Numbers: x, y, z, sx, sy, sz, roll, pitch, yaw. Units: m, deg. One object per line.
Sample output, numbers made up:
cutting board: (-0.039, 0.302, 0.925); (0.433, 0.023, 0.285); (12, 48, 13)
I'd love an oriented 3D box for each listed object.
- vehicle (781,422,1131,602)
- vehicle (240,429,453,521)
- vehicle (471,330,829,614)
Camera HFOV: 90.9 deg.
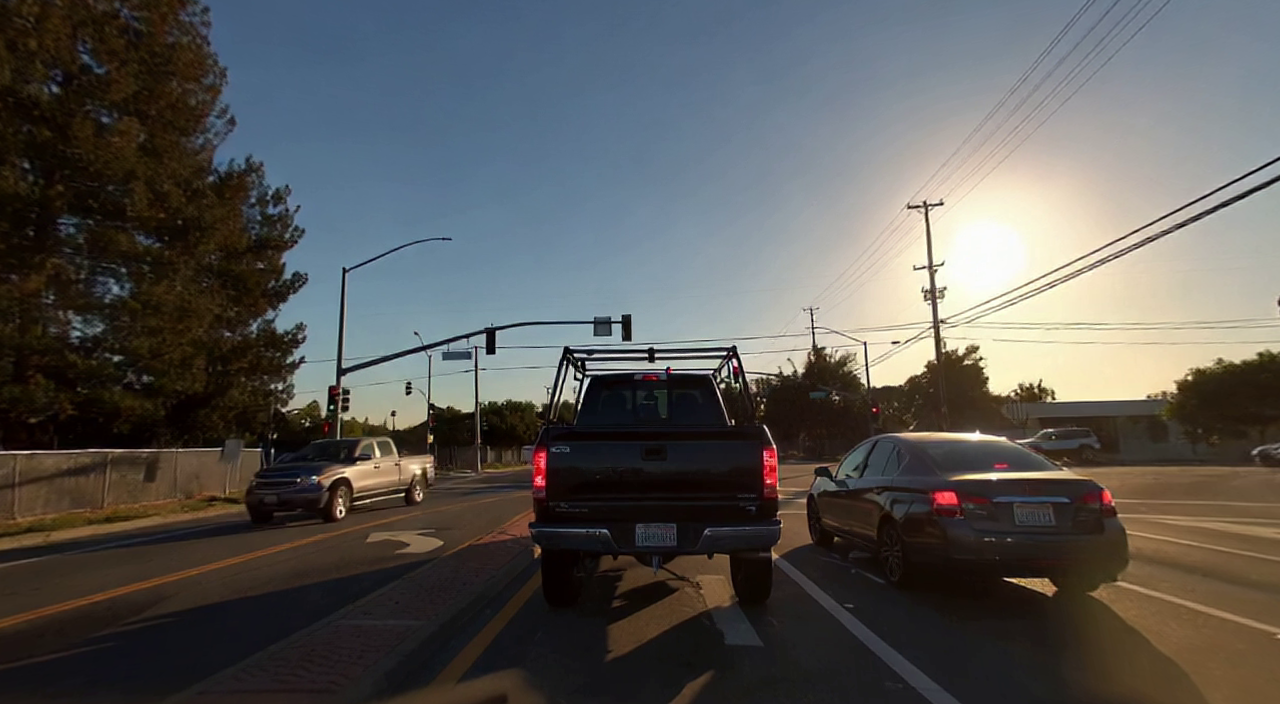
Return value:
vehicle: (3.105, 1.644, 7.372); (1.993, 1.495, 4.060); (0, -8, 0)
vehicle: (-7.223, 3.064, 16.427); (2.455, 1.971, 5.329); (-1, -9, 7)
vehicle: (0.098, 1.395, 8.201); (2.831, 2.284, 6.149); (0, -8, 0)
